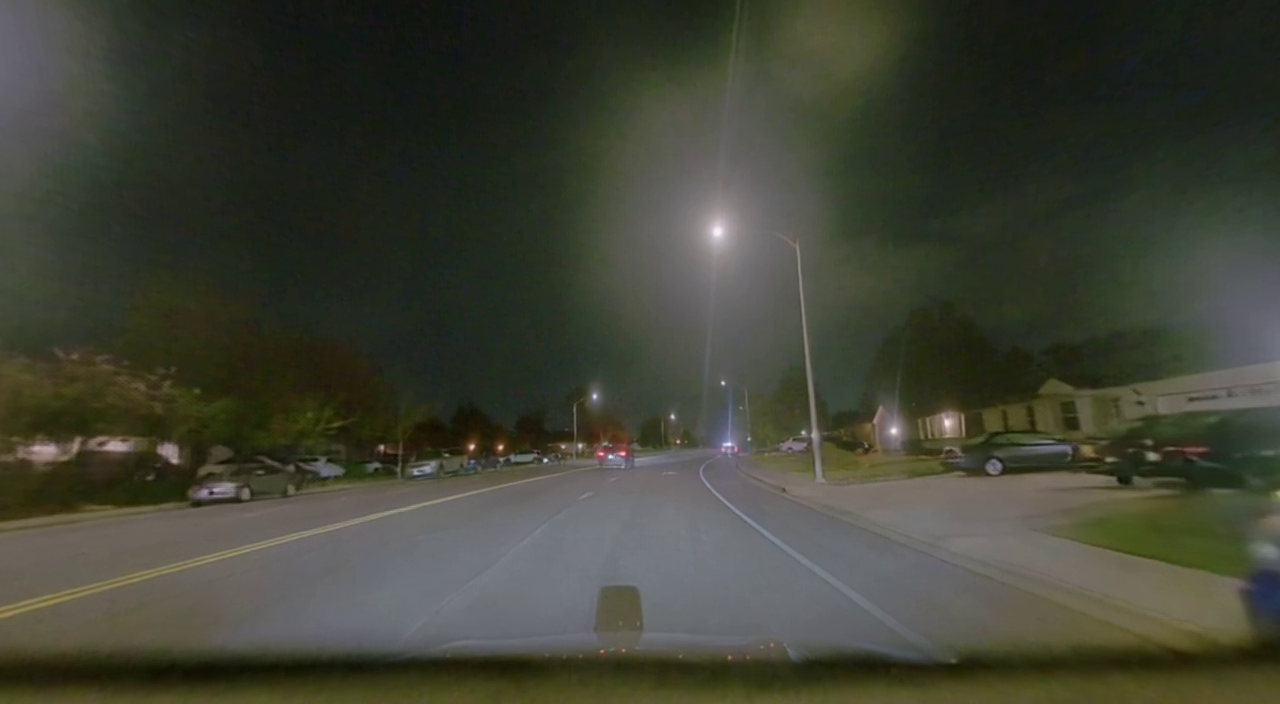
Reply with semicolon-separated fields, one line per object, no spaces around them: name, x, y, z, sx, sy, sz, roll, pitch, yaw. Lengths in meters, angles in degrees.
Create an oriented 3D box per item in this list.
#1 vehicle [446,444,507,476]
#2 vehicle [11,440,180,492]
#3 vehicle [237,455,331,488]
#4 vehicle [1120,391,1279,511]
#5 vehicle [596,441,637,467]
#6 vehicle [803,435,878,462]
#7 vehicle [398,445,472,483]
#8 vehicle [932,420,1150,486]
vehicle;-11.395;7.553;44.567;2.114;1.931;5.936;-4;-9;7
vehicle;-20.437;4.318;23.860;4.628;1.808;1.899;0;-12;5
vehicle;-17.289;5.799;30.946;1.872;1.396;4.150;-1;-8;6
vehicle;11.664;1.526;10.704;5.036;1.782;2.098;-5;-9;6
vehicle;-1.608;7.258;45.139;2.135;1.731;4.232;-1;-9;8
vehicle;13.475;6.510;42.640;4.383;1.602;1.920;-4;-9;5
vehicle;-12.216;6.666;38.078;2.157;1.882;5.479;-7;-9;5
vehicle;11.281;2.889;18.140;4.757;1.536;1.938;-4;-9;6
